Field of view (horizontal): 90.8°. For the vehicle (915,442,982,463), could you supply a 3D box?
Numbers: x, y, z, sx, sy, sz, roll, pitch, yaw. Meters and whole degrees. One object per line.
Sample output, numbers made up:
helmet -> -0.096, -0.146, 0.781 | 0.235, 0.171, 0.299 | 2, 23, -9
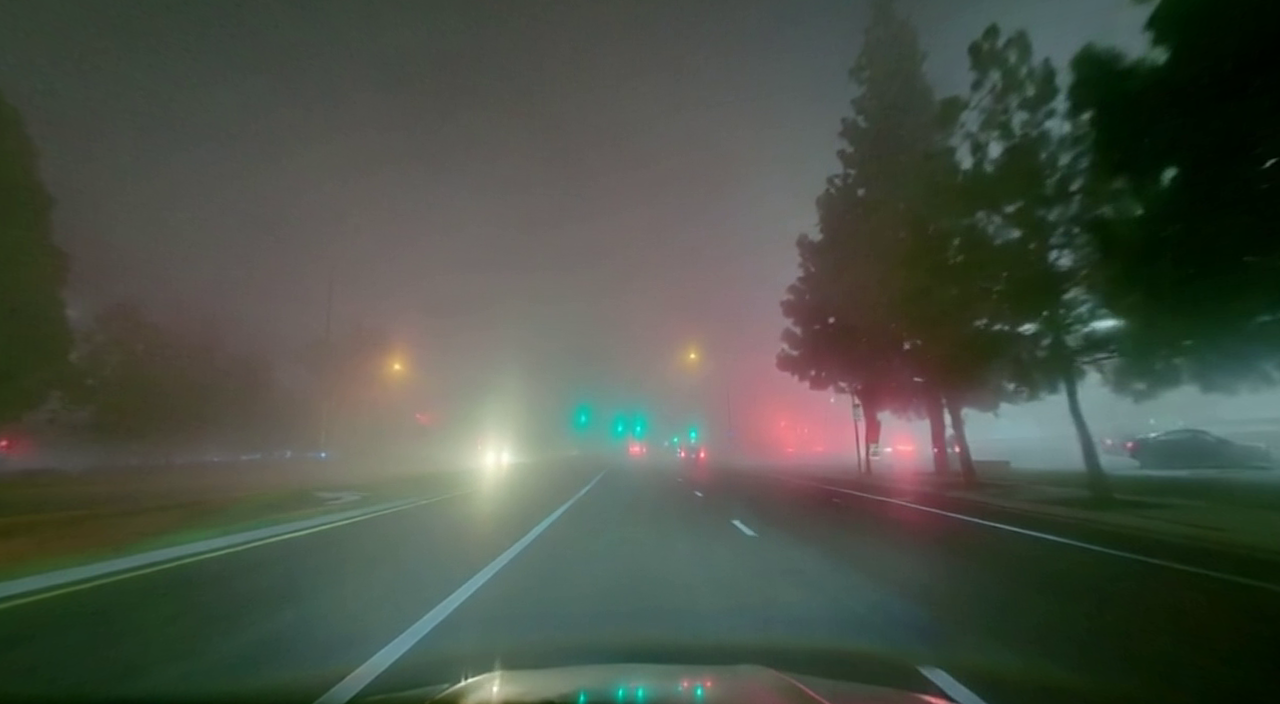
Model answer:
vehicle -> 22.821, 7.462, 46.847 | 3.845, 1.471, 2.043 | 0, -9, 0

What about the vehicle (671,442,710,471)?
vehicle -> 3.206, 6.770, 41.146 | 2.069, 1.761, 4.610 | 0, -9, -2

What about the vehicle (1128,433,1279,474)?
vehicle -> 21.909, 3.928, 24.392 | 4.217, 1.470, 2.173 | -1, -9, 1
